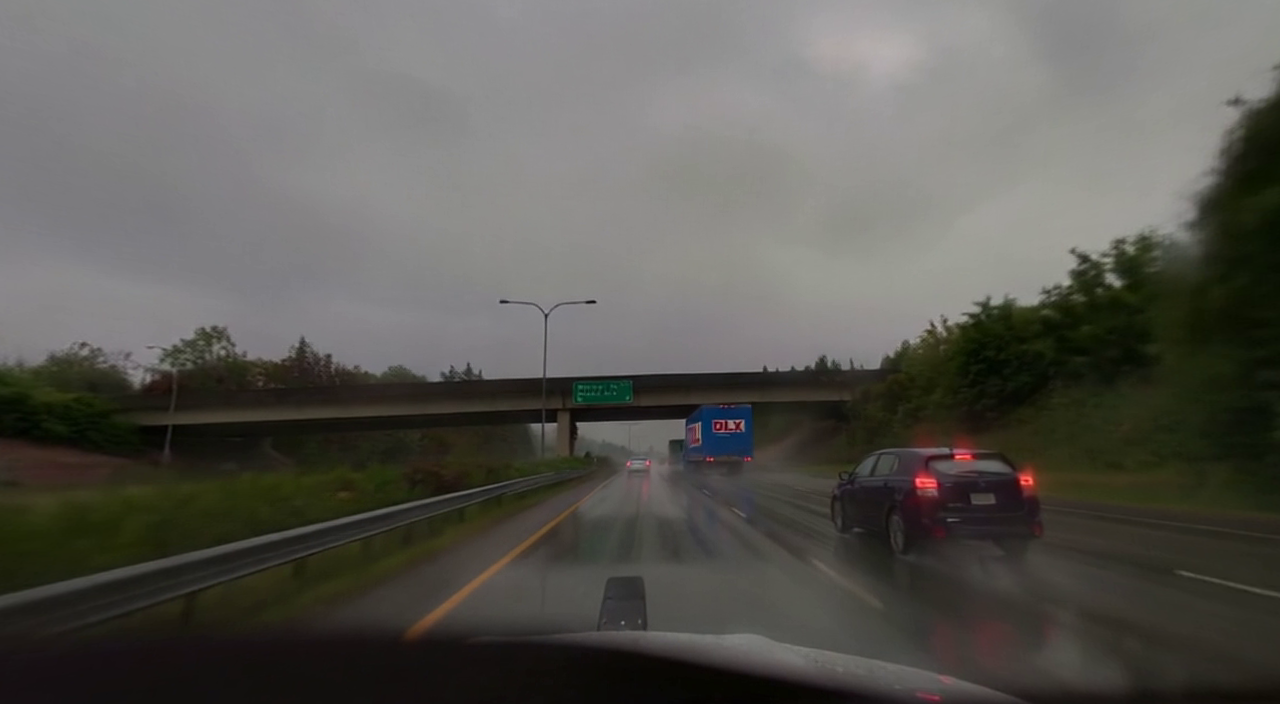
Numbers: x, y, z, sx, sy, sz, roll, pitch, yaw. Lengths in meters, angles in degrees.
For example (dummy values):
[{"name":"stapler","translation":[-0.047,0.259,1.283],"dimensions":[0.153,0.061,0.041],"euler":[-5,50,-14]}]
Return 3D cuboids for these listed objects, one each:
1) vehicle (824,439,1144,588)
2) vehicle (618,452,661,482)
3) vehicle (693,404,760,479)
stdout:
[{"name":"vehicle","translation":[4.047,1.940,8.418],"dimensions":[1.894,1.452,4.164],"euler":[0,-9,0]},{"name":"vehicle","translation":[-0.054,5.828,32.163],"dimensions":[2.055,1.445,3.661],"euler":[0,-9,0]},{"name":"vehicle","translation":[5.010,5.482,38.185],"dimensions":[2.838,3.985,8.010],"euler":[0,-9,0]}]
